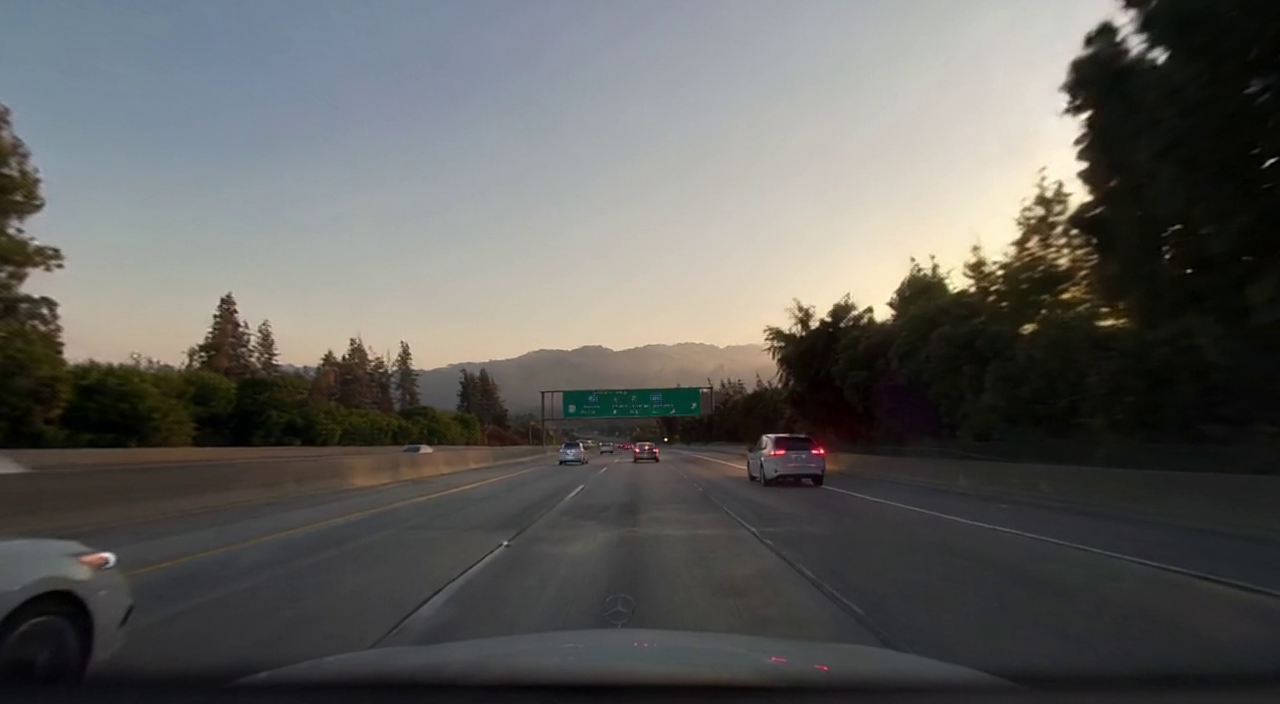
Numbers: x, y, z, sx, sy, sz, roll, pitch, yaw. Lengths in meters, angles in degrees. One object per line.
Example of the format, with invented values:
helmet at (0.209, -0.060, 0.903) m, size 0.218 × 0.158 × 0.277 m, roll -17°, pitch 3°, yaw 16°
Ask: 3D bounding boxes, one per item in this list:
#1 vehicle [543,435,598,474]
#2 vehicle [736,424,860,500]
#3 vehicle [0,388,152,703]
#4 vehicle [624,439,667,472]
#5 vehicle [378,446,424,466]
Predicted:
vehicle at (-3.184, 4.813, 29.650) m, size 2.044 × 1.682 × 4.201 m, roll 0°, pitch -8°, yaw 1°
vehicle at (3.954, 2.840, 16.561) m, size 2.025 × 1.707 × 4.279 m, roll 0°, pitch -8°, yaw -2°
vehicle at (-3.519, 0.701, 0.851) m, size 2.066 × 1.561 × 4.495 m, roll 0°, pitch -8°, yaw 0°
vehicle at (0.276, 5.226, 31.957) m, size 2.049 × 1.542 × 3.816 m, roll 0°, pitch -8°, yaw 1°
vehicle at (-18.880, 8.222, 49.762) m, size 1.932 × 1.451 × 4.081 m, roll -1°, pitch -8°, yaw 2°
